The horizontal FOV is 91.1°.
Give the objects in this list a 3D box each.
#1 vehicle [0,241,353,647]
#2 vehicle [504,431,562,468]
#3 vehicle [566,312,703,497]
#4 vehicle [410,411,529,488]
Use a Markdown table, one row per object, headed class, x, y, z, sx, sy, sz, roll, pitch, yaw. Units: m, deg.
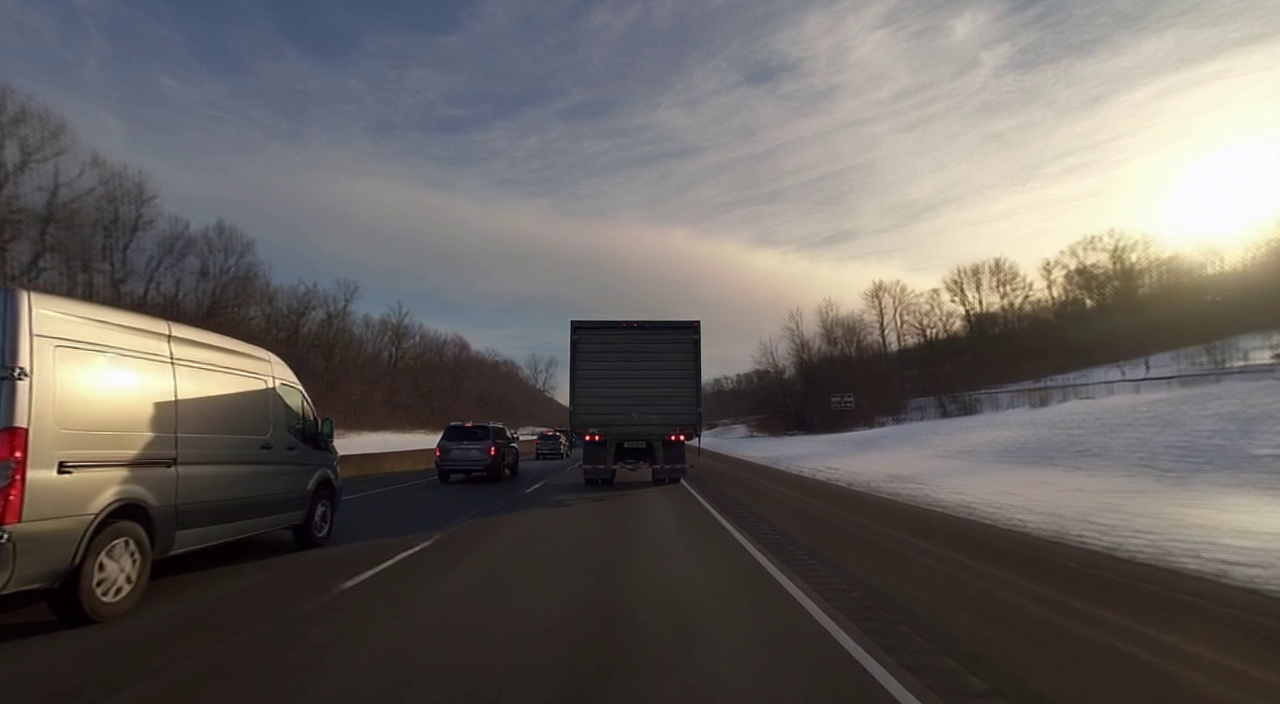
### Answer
| class | x | y | z | sx | sy | sz | roll | pitch | yaw |
| --- | --- | --- | --- | --- | --- | --- | --- | --- | --- |
| vehicle | -5.262 | 0.857 | 5.995 | 2.478 | 2.515 | 5.438 | 0 | -8 | -1 |
| vehicle | -4.856 | 4.478 | 29.179 | 1.931 | 1.539 | 4.441 | 0 | -8 | 0 |
| vehicle | -0.196 | 1.788 | 18.790 | 2.953 | 4.041 | 10.072 | 0 | -8 | -1 |
| vehicle | -4.880 | 2.887 | 18.927 | 2.168 | 1.985 | 4.952 | 0 | -8 | 0 |
